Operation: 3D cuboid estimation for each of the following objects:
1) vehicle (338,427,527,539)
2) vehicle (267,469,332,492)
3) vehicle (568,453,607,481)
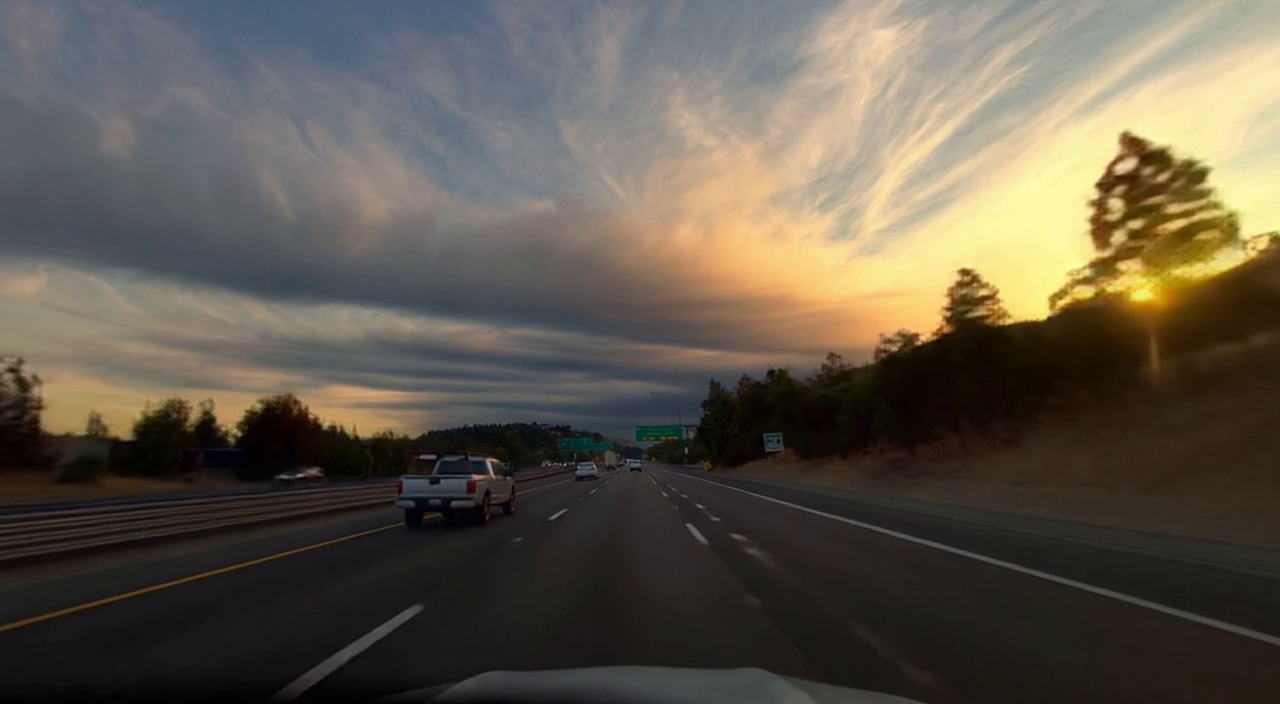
[{"bbox_3d":[-3.977,2.676,13.230,2.272,1.873,4.832,1,-10,0],"label":"vehicle"},{"bbox_3d":[-23.339,8.798,43.404,1.848,1.482,4.631,0,-10,1],"label":"vehicle"},{"bbox_3d":[-3.777,8.416,46.078,2.390,1.879,4.423,1,-10,0],"label":"vehicle"}]
